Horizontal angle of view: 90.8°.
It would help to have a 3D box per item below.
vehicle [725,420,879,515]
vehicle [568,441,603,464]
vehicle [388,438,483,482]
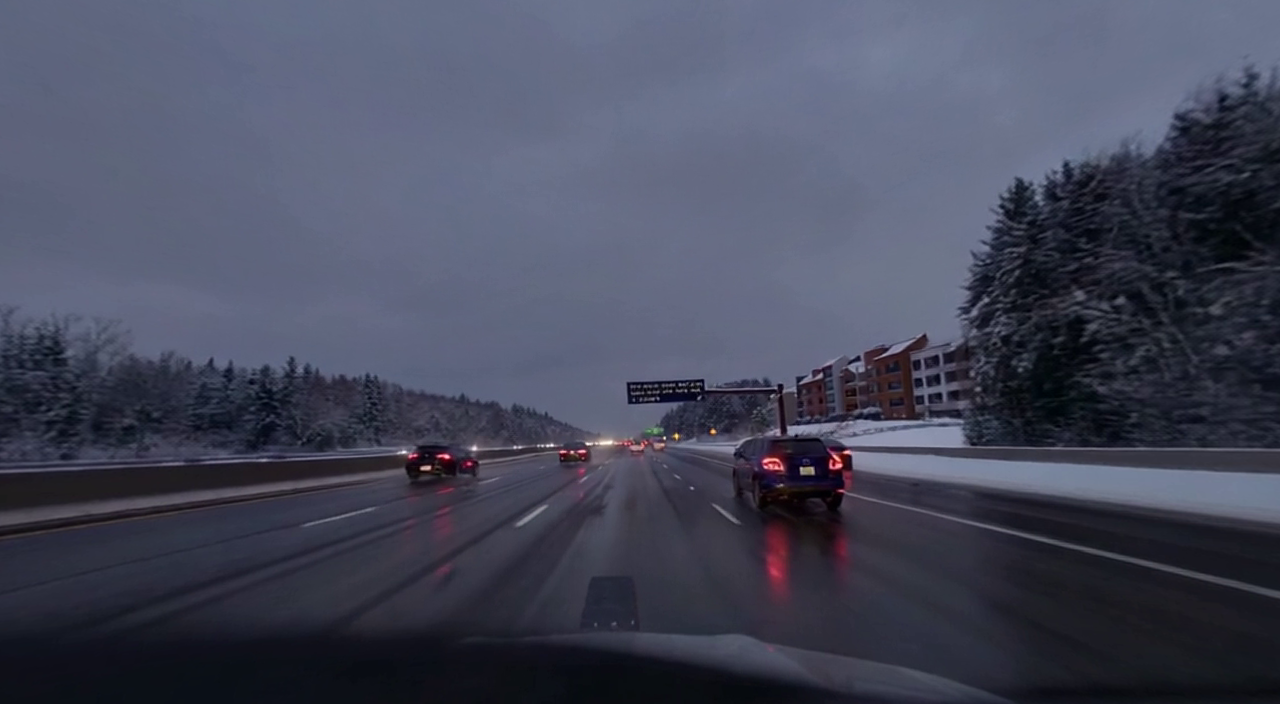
[{"bbox_3d":[3.235,2.421,13.659,2.080,1.694,4.286,0,-9,-1],"label":"vehicle"},{"bbox_3d":[-3.689,6.855,43.313,2.002,1.466,4.378,0,-9,0],"label":"vehicle"},{"bbox_3d":[-7.500,3.999,23.685,2.021,1.496,4.495,0,-9,1],"label":"vehicle"}]
